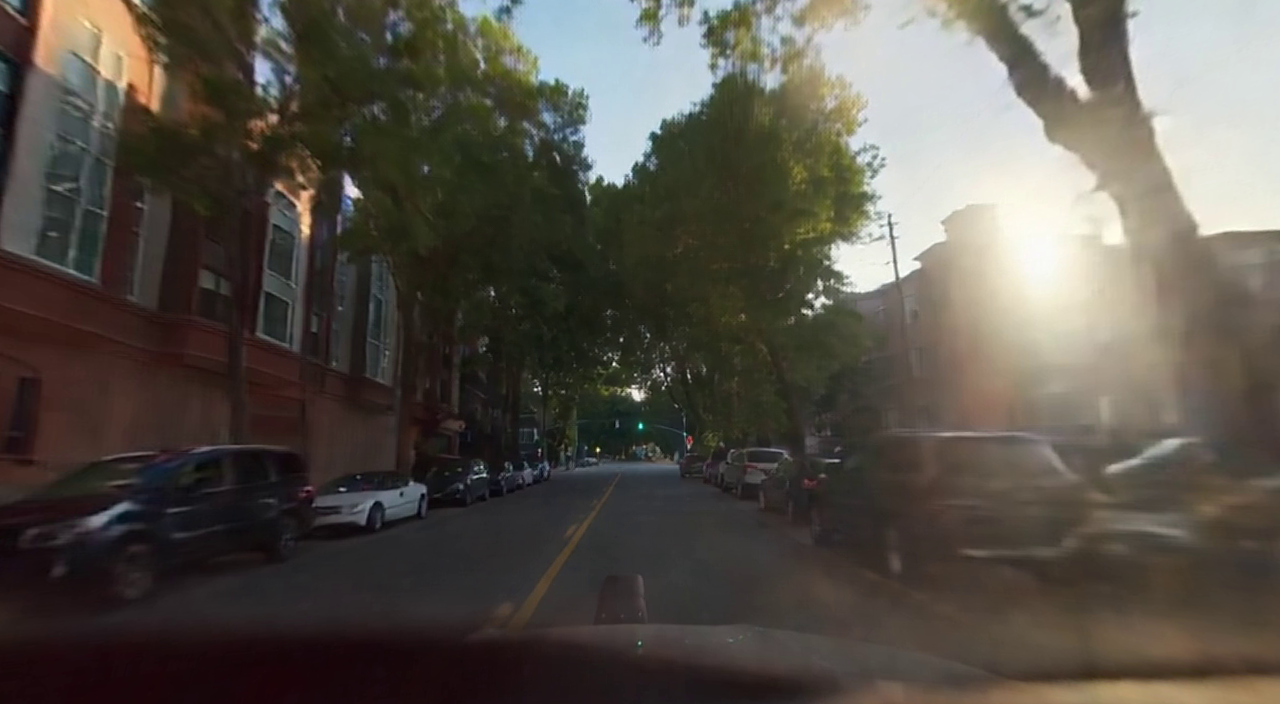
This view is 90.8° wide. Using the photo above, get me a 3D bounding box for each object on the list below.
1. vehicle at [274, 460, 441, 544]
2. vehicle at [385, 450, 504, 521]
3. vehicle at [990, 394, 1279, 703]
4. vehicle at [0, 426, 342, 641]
[{"bbox_3d":[-6.054,3.224,14.196,1.765,1.426,4.349,-4,-9,0],"label":"vehicle"},{"bbox_3d":[-5.987,4.108,19.993,2.077,1.756,4.665,-7,-9,1],"label":"vehicle"},{"bbox_3d":[3.856,1.026,2.879,1.924,1.657,4.665,-1,-9,2],"label":"vehicle"},{"bbox_3d":[-6.096,2.009,8.025,2.175,1.849,4.725,-4,-9,3],"label":"vehicle"}]
